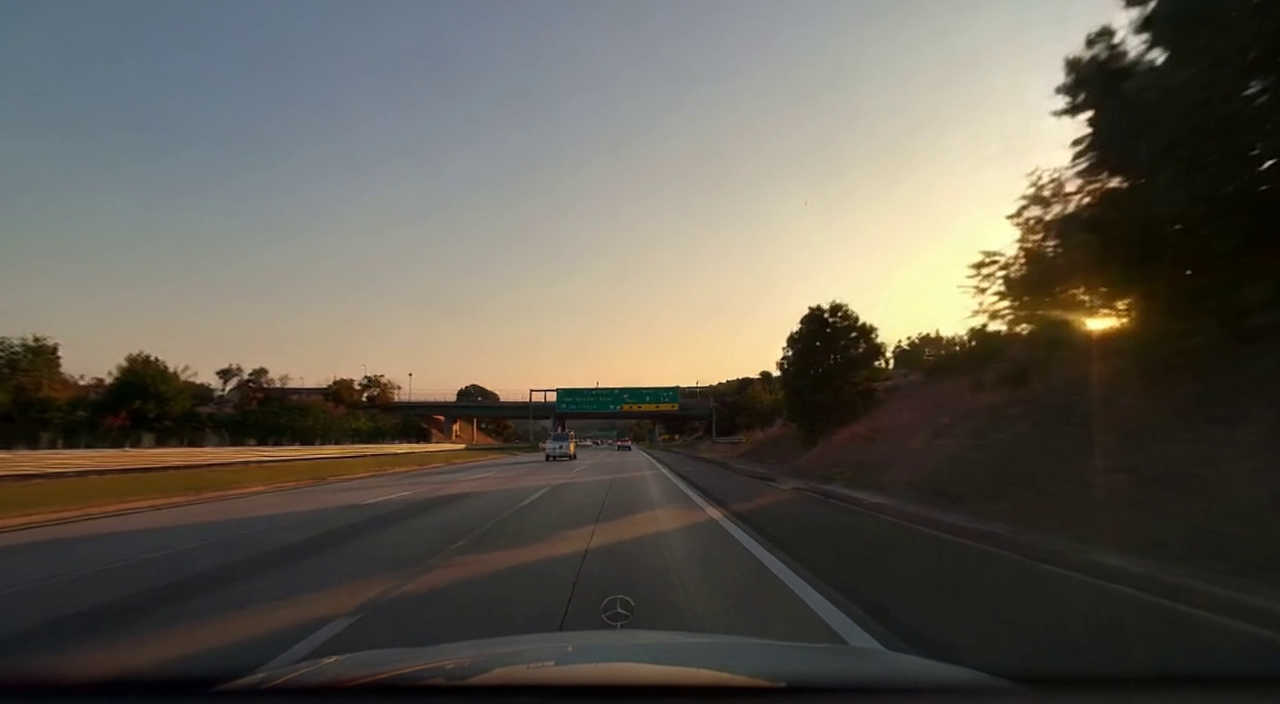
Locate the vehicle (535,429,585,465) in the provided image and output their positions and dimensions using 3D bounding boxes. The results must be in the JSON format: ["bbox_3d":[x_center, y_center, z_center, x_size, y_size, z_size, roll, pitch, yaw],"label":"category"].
[{"bbox_3d":[-4.686,5.656,37.731,2.281,1.957,5.713,0,-8,-1],"label":"vehicle"}]
